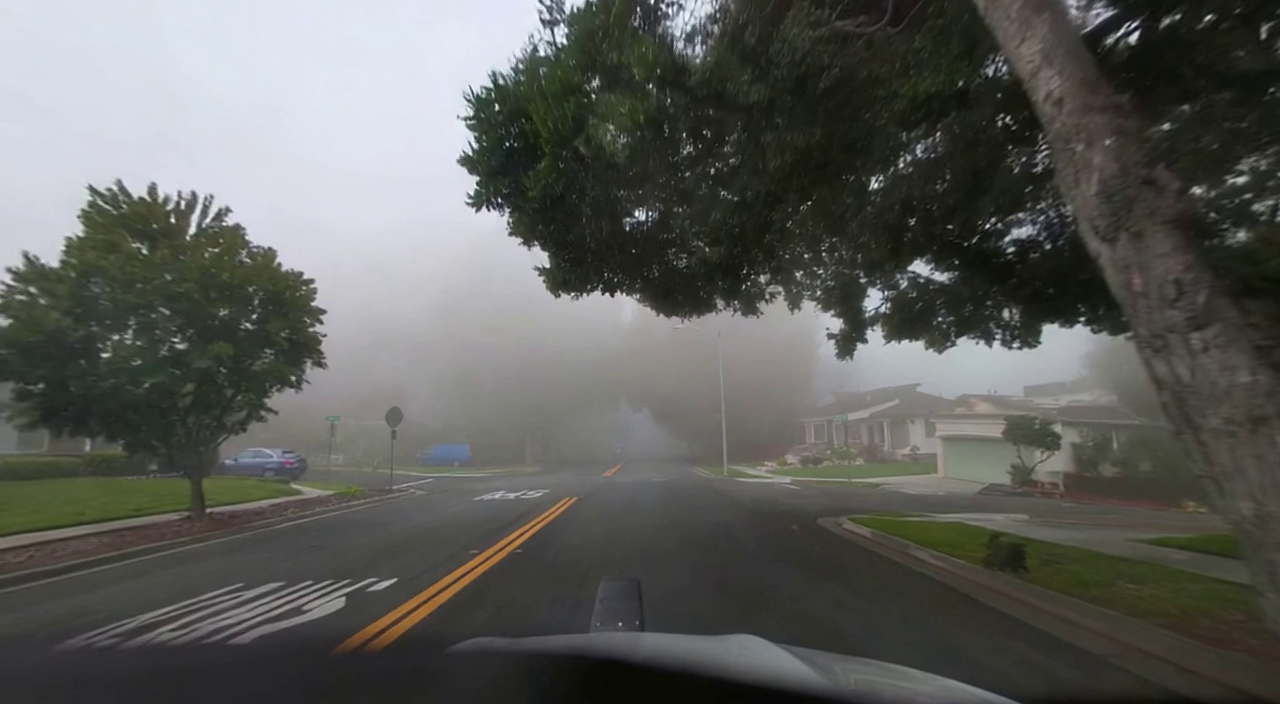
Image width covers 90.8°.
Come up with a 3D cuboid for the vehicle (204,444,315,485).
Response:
[{"bbox_3d":[-17.671,5.163,29.324,4.876,1.763,2.016,-5,-10,27],"label":"vehicle"}]

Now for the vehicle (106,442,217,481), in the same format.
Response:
[{"bbox_3d":[-25.230,5.711,33.250,5.987,1.881,2.249,-5,-10,29],"label":"vehicle"}]
